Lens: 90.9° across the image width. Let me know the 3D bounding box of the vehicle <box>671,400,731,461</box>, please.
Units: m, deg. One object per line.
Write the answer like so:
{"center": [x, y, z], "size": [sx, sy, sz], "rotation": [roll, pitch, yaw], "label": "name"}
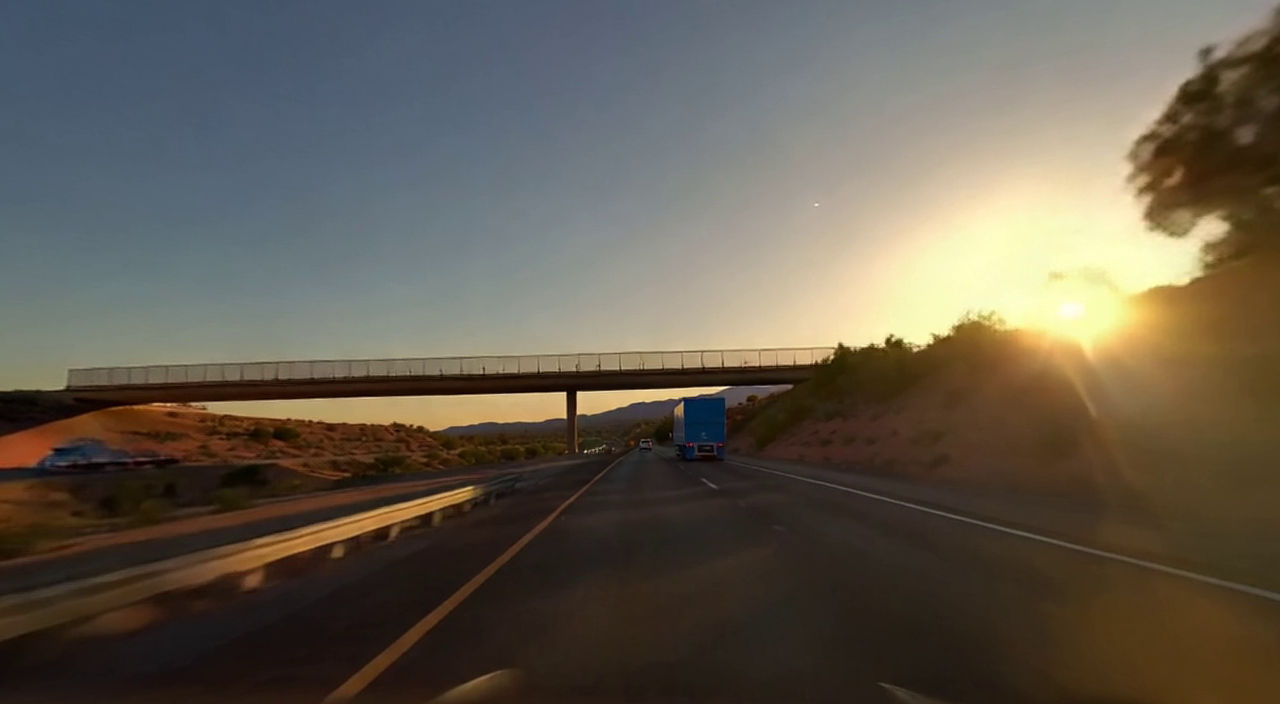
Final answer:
{"center": [4.068, 5.630, 44.707], "size": [3.024, 3.834, 10.128], "rotation": [0, -8, -1], "label": "vehicle"}
